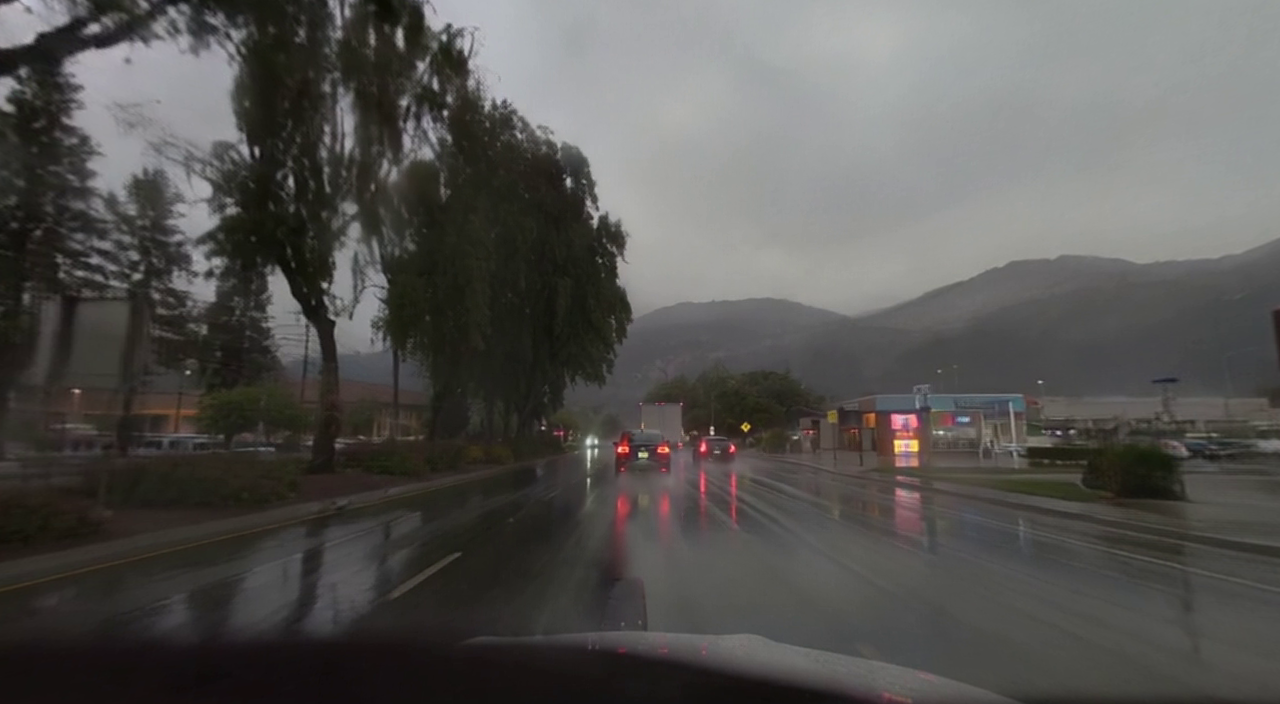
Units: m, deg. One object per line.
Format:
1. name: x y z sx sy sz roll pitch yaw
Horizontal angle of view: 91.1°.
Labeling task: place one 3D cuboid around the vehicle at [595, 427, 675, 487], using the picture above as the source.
1. vehicle: -0.162 3.190 19.373 2.193 1.651 3.946 0 -8 -1

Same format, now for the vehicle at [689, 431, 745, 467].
1. vehicle: 3.663 4.725 30.702 2.088 1.655 4.360 0 -8 -1

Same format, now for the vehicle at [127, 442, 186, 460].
1. vehicle: -36.497 7.491 47.476 3.245 1.338 1.536 4 -9 -27
